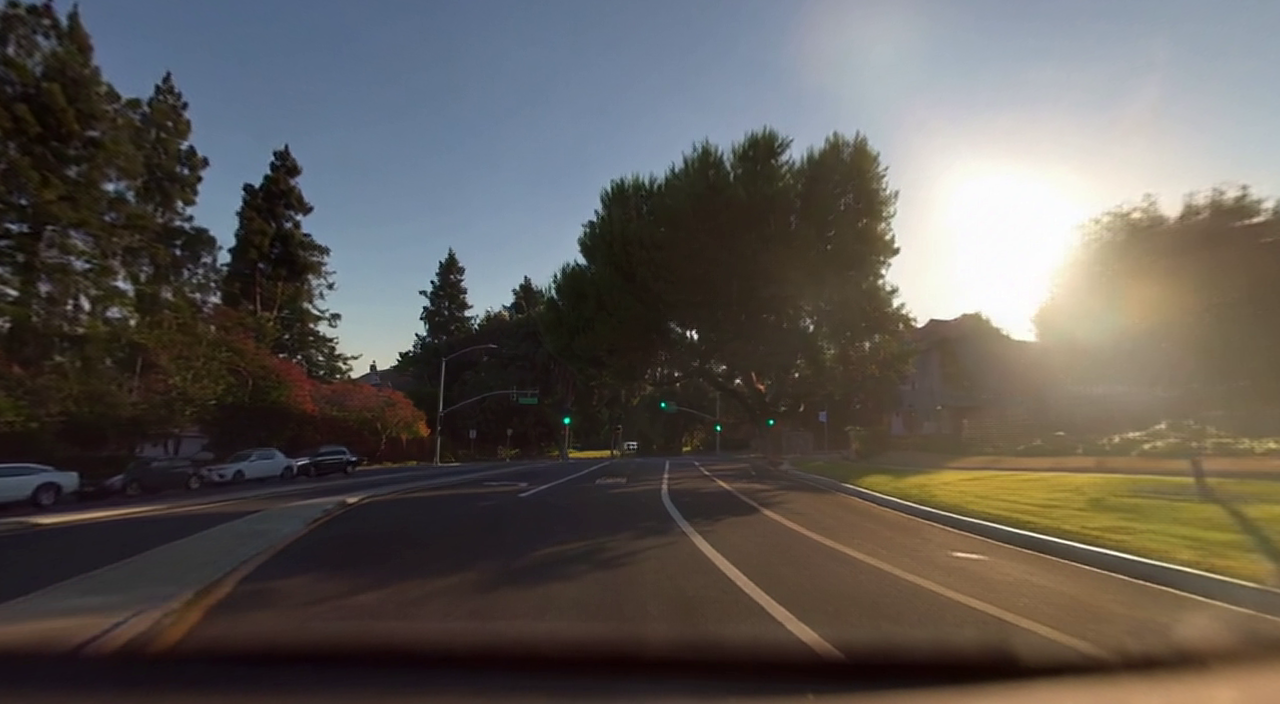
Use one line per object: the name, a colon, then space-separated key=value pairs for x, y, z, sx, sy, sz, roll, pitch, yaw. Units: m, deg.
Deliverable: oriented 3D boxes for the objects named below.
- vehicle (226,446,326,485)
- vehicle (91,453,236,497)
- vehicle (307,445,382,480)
vehicle: x=-18.974 y=5.879 z=33.146 sx=2.148 sy=1.856 sz=4.632 roll=-1 pitch=-8 yaw=5
vehicle: x=-19.402 y=4.991 z=26.018 sx=1.883 sy=1.506 sz=4.863 roll=0 pitch=-8 yaw=5
vehicle: x=-18.224 y=6.812 z=39.112 sx=2.050 sy=1.697 sz=4.838 roll=-4 pitch=-6 yaw=5
